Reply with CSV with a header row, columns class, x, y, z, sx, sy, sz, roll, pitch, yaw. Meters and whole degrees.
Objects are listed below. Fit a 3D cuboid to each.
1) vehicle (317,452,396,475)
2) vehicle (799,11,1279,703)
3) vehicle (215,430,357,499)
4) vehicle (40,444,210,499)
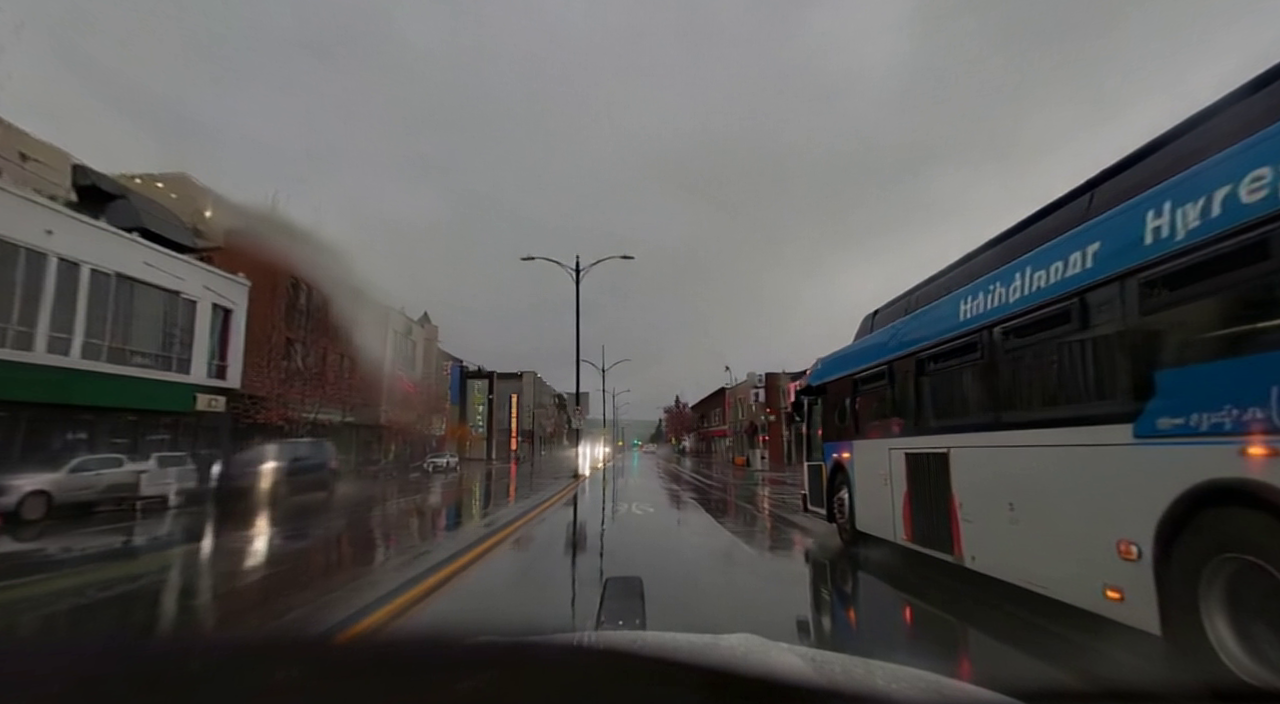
class,x,y,z,sx,sy,sz,roll,pitch,yaw
vehicle,-19.601,7.715,43.793,4.522,1.469,1.840,1,-8,-4
vehicle,4.453,0.423,4.669,3.194,3.345,12.428,0,-8,-1
vehicle,-11.568,3.679,21.137,2.084,2.027,4.557,0,-8,0
vehicle,-18.127,4.191,22.397,4.392,1.800,1.902,-1,-8,4
